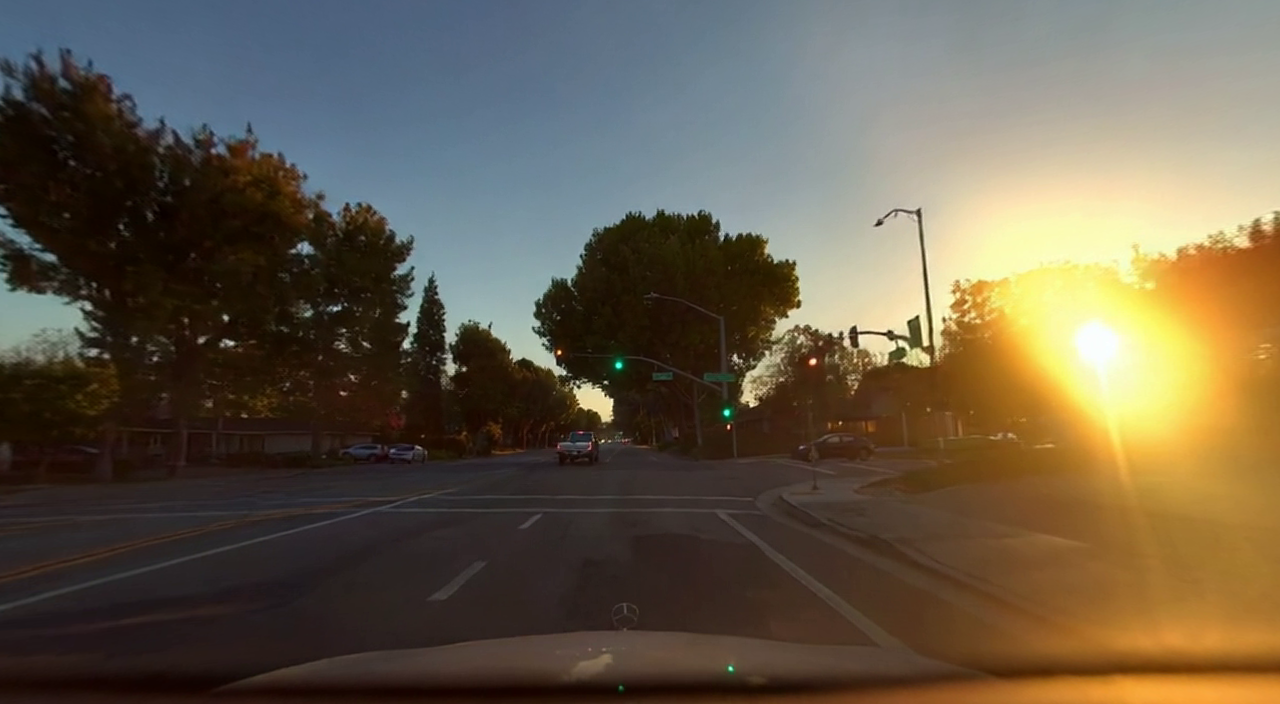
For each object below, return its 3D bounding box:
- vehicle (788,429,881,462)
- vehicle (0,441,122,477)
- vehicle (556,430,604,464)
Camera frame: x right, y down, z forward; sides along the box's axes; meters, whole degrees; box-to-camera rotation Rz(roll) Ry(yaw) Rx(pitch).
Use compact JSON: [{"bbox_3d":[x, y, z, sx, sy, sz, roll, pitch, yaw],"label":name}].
[{"bbox_3d":[10.772,5.204,35.231,4.500,1.761,1.975,0,-9,1],"label":"vehicle"},{"bbox_3d":[-29.042,5.366,31.705,4.092,1.624,1.965,1,-11,-12],"label":"vehicle"},{"bbox_3d":[-3.690,6.066,40.240,2.508,2.001,5.880,0,-9,0],"label":"vehicle"}]
